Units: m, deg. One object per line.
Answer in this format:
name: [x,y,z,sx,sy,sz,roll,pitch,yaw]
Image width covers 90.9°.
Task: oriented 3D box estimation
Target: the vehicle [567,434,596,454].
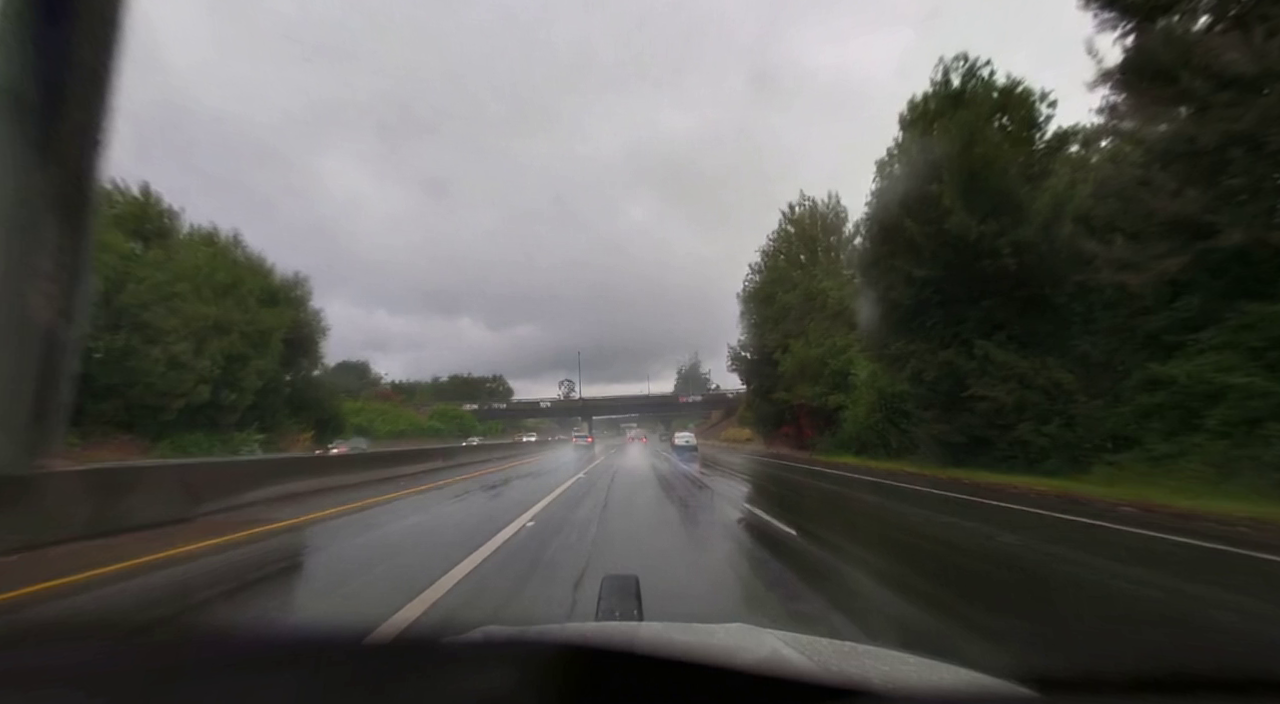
vehicle: [-4.552,7.200,49.556,1.961,1.466,3.745,0,-8,0]
